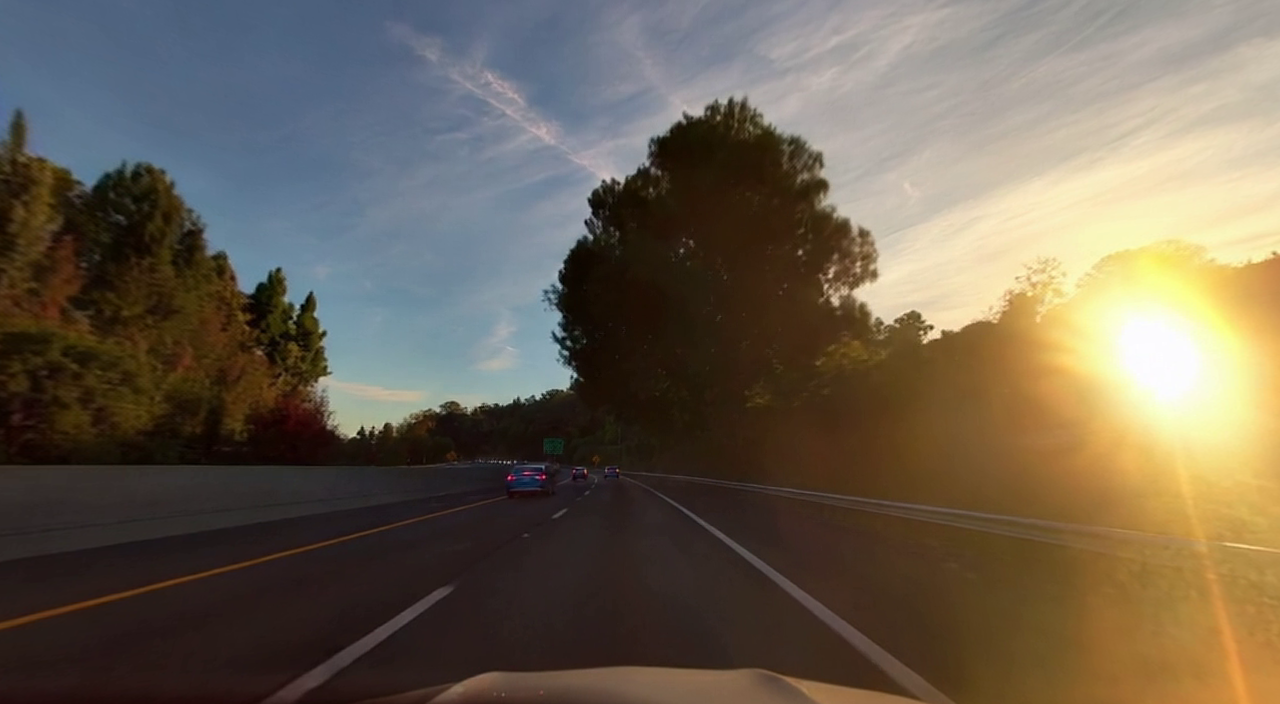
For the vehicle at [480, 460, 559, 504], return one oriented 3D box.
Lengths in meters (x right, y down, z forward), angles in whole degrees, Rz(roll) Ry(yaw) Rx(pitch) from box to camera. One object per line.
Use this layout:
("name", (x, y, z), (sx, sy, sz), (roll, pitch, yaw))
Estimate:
("vehicle", (-4.793, 5.297, 25.881), (2.328, 1.559, 5.041), (1, -11, -1))
